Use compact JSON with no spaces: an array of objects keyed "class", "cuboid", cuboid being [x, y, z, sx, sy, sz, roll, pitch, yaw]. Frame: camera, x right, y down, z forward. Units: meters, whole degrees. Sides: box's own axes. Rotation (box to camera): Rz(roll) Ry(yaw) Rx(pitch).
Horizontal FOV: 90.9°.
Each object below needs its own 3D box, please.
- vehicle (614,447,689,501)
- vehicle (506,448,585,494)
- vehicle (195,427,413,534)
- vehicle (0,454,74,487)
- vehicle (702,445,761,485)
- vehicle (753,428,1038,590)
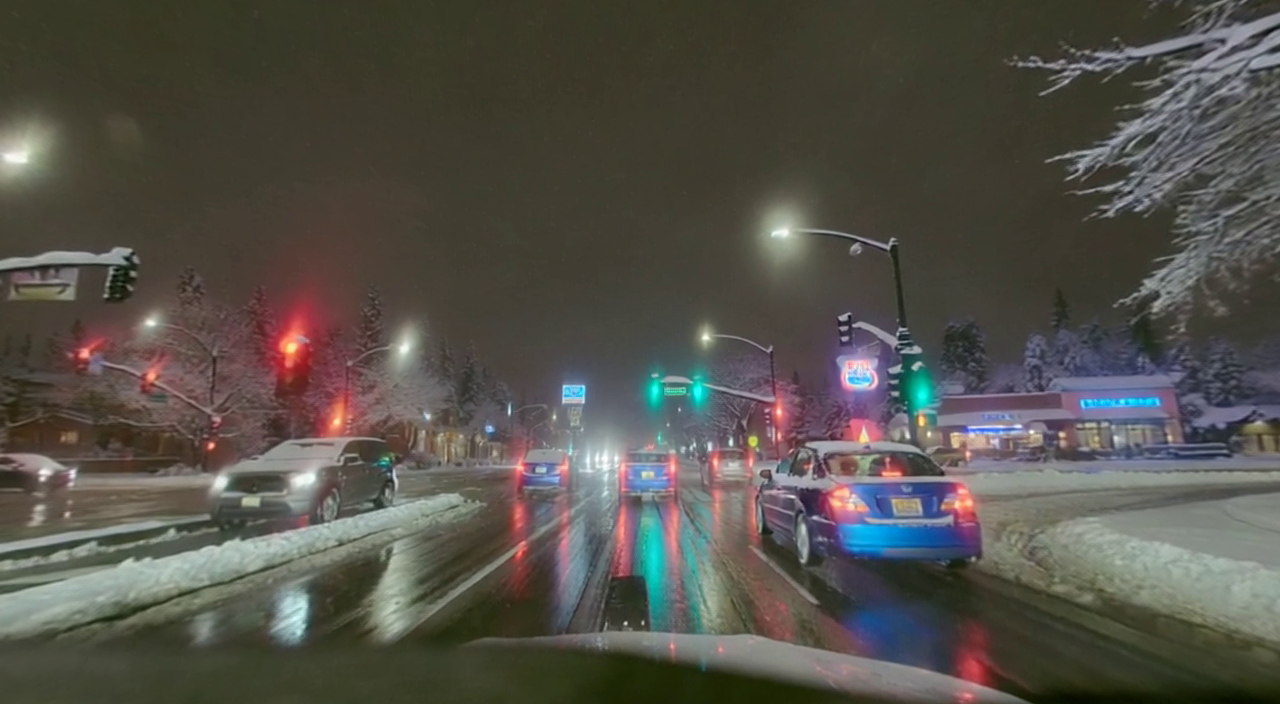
[{"class":"vehicle","cuboid":[0.355,3.673,19.490,2.070,1.460,4.118,0,-8,1]},{"class":"vehicle","cuboid":[-3.322,4.277,23.050,2.040,1.471,4.211,-1,-8,3]},{"class":"vehicle","cuboid":[-6.580,2.536,13.081,2.058,1.804,4.391,0,-8,0]},{"class":"vehicle","cuboid":[-30.249,5.678,30.217,4.315,1.485,1.822,0,-8,-2]},{"class":"vehicle","cuboid":[3.839,4.783,27.050,1.931,1.552,4.125,0,-8,0]},{"class":"vehicle","cuboid":[2.785,1.796,8.087,1.946,1.513,4.133,0,-8,1]}]
